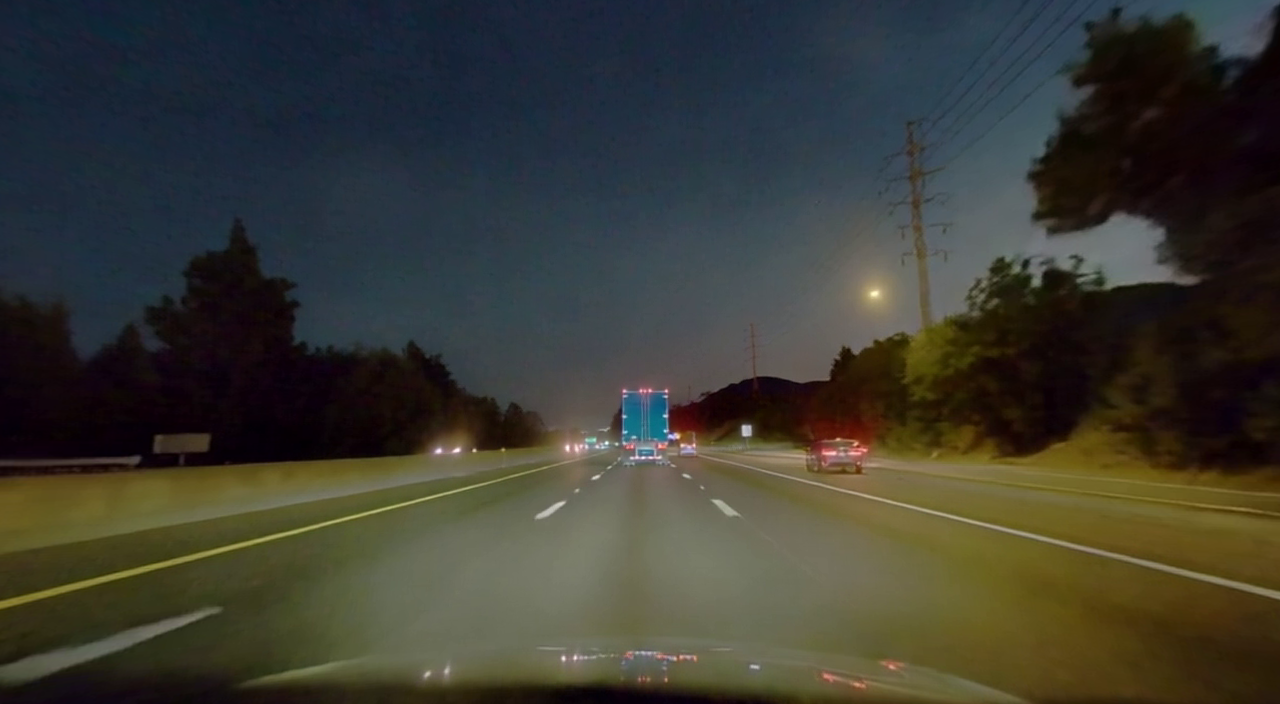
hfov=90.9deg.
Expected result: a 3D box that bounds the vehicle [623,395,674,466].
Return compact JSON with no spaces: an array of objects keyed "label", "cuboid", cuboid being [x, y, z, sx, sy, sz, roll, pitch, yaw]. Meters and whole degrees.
[{"label":"vehicle","cuboid":[0.429,5.353,42.107,2.919,4.101,11.541,0,-8,-1]}]
